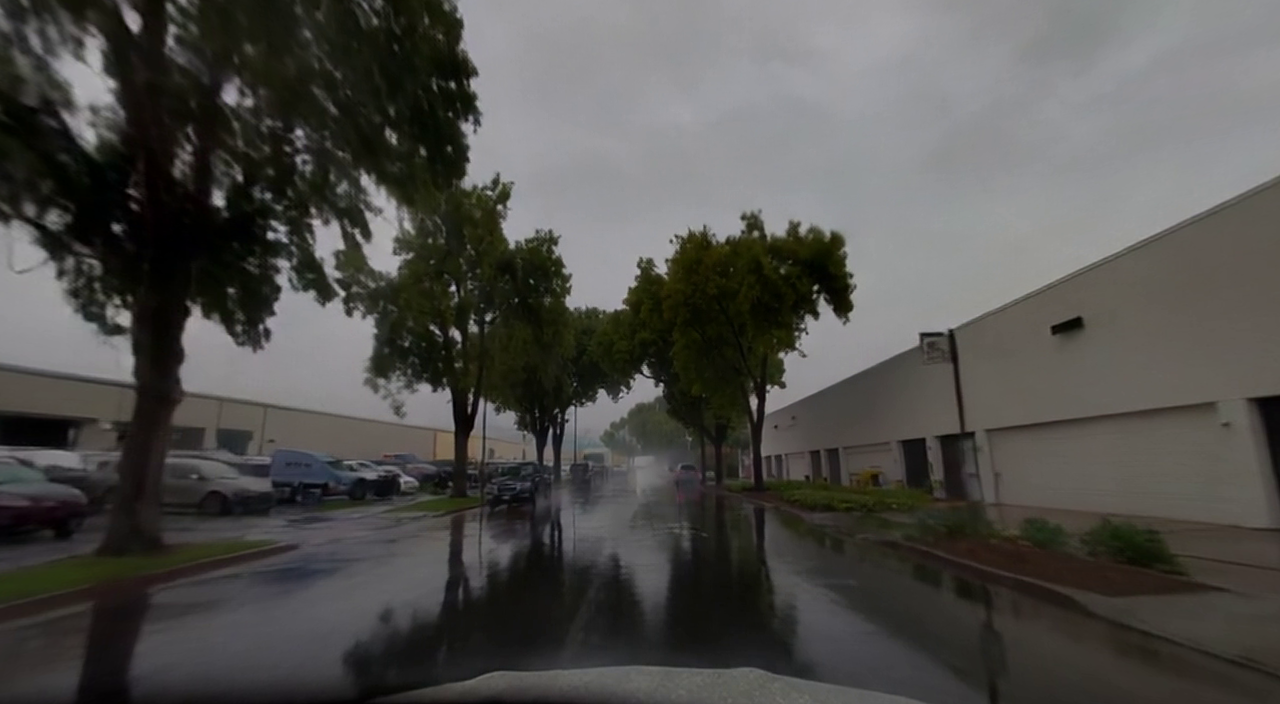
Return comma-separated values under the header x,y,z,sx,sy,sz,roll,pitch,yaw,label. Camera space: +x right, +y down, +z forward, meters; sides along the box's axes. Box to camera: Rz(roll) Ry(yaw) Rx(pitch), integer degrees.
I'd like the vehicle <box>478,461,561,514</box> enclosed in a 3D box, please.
x,y,z,sx,sy,sz,roll,pitch,yaw,label
-4.134,4.712,22.417,1.927,1.580,4.556,-1,-9,2,vehicle

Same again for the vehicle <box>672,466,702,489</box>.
x,y,z,sx,sy,sz,roll,pitch,yaw,label
3.195,8.621,43.410,1.819,1.446,3.909,1,-11,0,vehicle

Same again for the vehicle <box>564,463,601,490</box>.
x,y,z,sx,sy,sz,roll,pitch,yaw,label
-3.661,8.023,40.766,1.835,1.625,3.674,0,-11,2,vehicle
